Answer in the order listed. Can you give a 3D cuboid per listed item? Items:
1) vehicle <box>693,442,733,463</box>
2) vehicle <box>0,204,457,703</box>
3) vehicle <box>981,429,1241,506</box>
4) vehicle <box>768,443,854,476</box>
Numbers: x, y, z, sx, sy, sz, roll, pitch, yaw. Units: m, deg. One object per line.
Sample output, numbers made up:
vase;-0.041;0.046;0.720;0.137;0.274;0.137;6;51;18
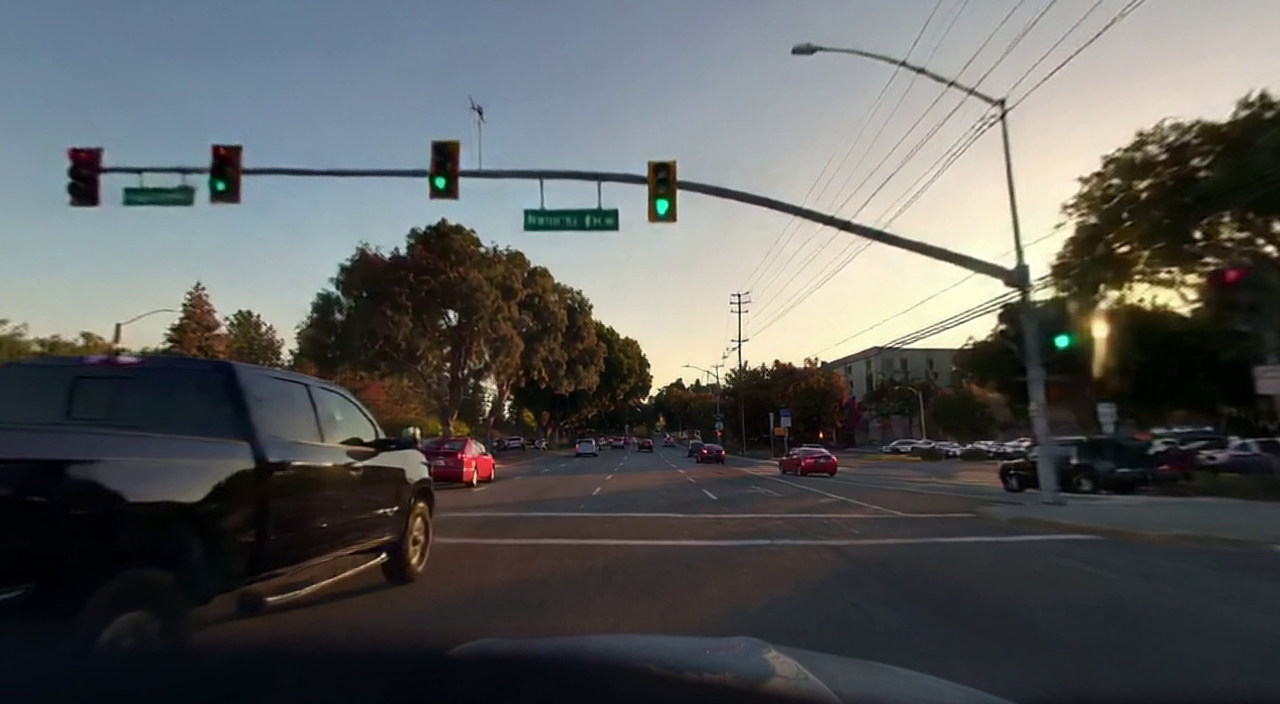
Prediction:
vehicle;5.335;7.361;46.520;2.071;1.435;4.226;1;-8;-6
vehicle;-3.117;0.803;3.379;2.467;1.991;6.089;0;-8;0
vehicle;12.450;3.035;17.140;2.150;1.735;5.106;6;-10;-35
vehicle;8.215;5.196;30.830;1.840;1.428;4.602;2;-9;-17
